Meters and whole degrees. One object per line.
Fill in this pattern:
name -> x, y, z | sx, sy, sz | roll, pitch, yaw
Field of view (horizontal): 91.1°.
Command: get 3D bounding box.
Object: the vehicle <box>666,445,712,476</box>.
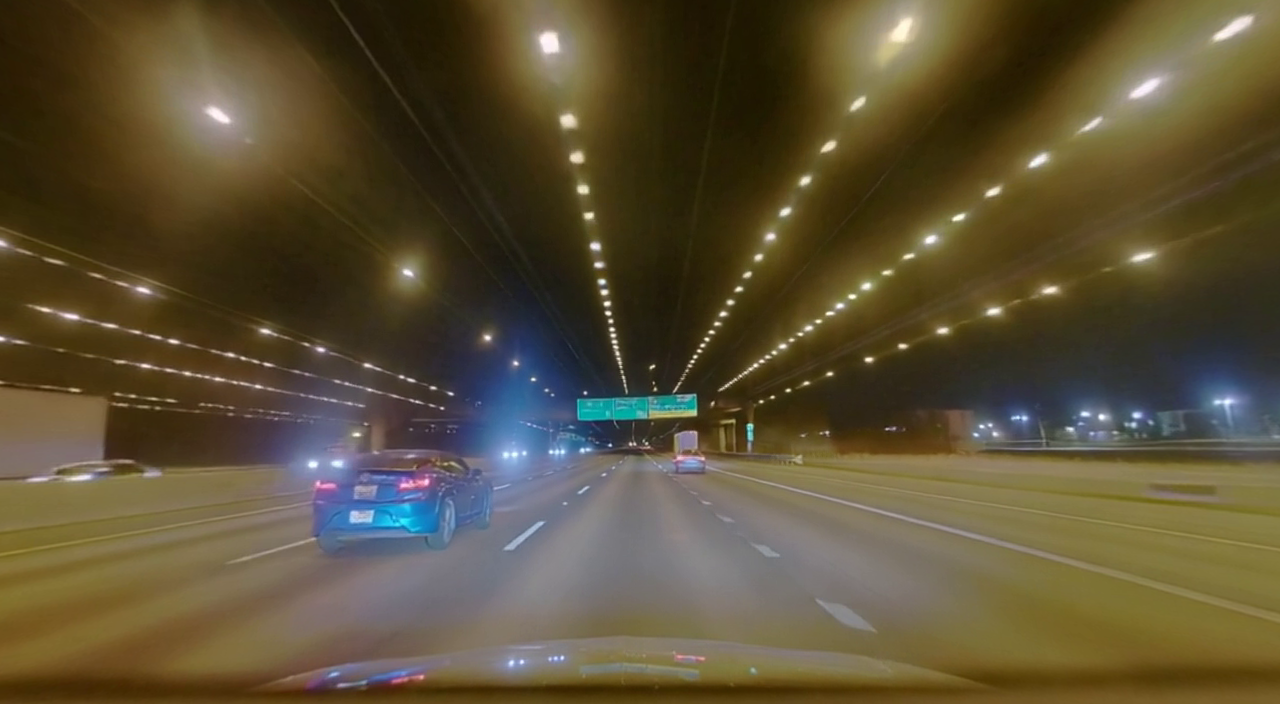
vehicle -> 2.542, 5.814, 33.881 | 2.055, 1.501, 4.321 | 0, -9, -1

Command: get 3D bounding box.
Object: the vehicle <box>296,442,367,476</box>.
vehicle -> -21.699, 7.532, 44.506 | 2.355, 2.198, 5.349 | 0, -9, -1

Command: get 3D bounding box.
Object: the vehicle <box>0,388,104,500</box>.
vehicle -> -23.036, 3.059, 20.923 | 2.827, 3.758, 8.343 | 0, -9, 0

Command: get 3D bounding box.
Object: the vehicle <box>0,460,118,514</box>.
vehicle -> -18.694, 4.048, 19.150 | 1.843, 1.430, 4.316 | 0, -9, 0
